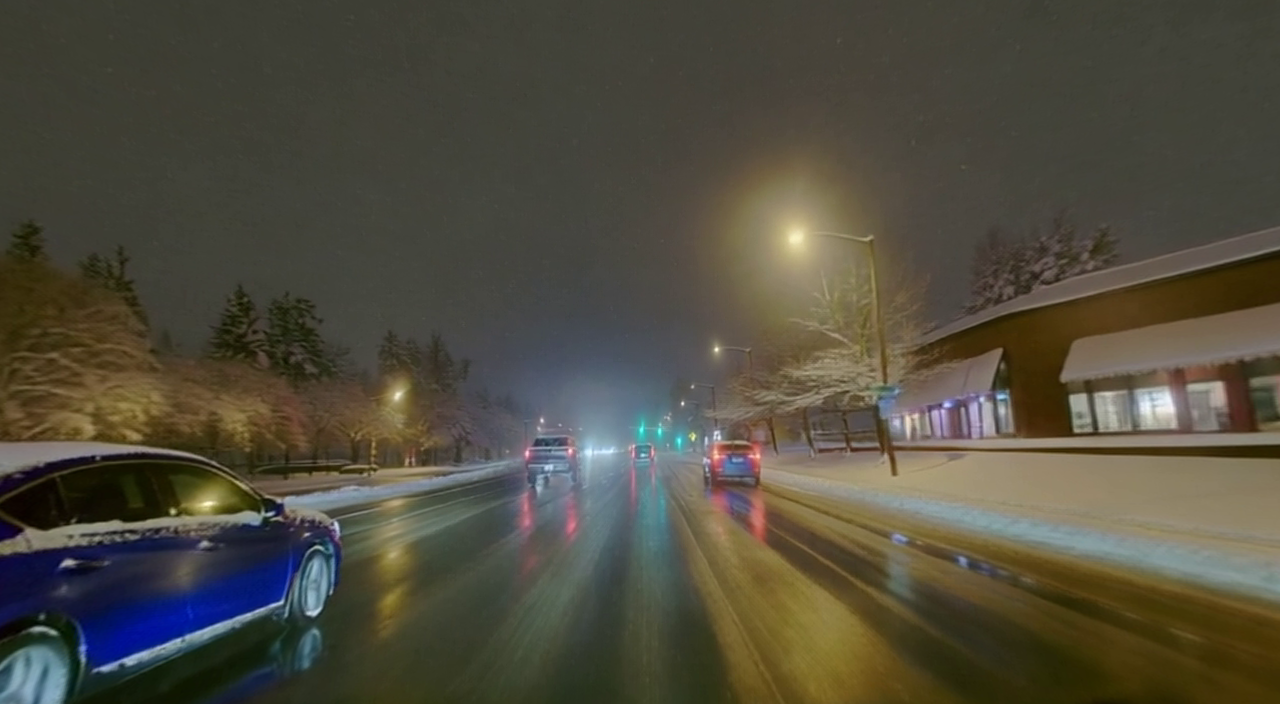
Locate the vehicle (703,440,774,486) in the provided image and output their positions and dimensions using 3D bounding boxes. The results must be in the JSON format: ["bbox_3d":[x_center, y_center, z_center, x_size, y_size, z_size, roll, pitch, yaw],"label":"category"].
[{"bbox_3d":[3.487,4.025,23.179,1.904,1.490,4.299,0,-8,0],"label":"vehicle"}]

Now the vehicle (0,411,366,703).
[{"bbox_3d":[-3.266,1.020,2.708,1.956,1.460,4.802,0,-8,1],"label":"vehicle"}]

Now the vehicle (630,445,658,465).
[{"bbox_3d":[0.299,7.714,47.487,2.069,1.445,3.965,0,-8,0],"label":"vehicle"}]

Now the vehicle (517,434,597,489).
[{"bbox_3d":[-2.878,3.925,22.963,2.193,1.788,4.603,0,-8,1],"label":"vehicle"}]
